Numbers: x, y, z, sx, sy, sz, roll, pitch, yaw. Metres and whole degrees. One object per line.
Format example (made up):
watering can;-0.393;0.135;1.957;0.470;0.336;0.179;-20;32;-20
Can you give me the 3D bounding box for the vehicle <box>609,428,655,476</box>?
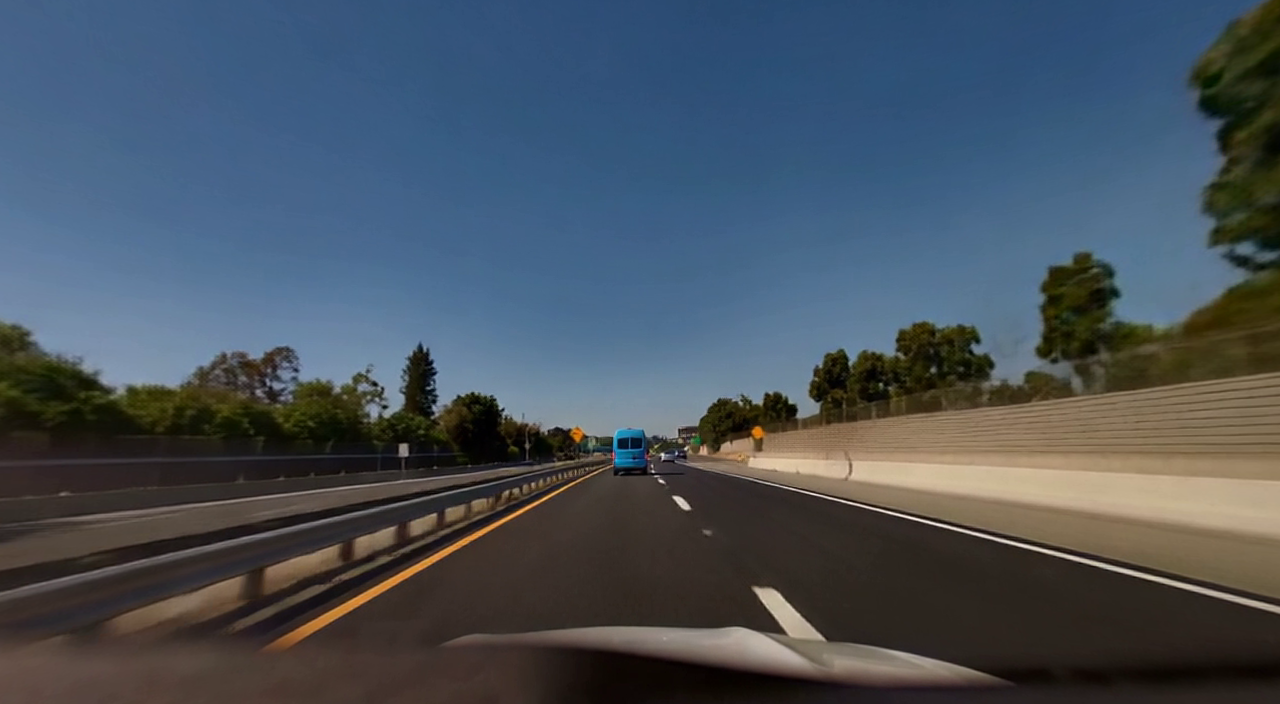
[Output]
vehicle;-0.473;5.986;37.568;2.560;2.598;5.581;0;-9;-1
